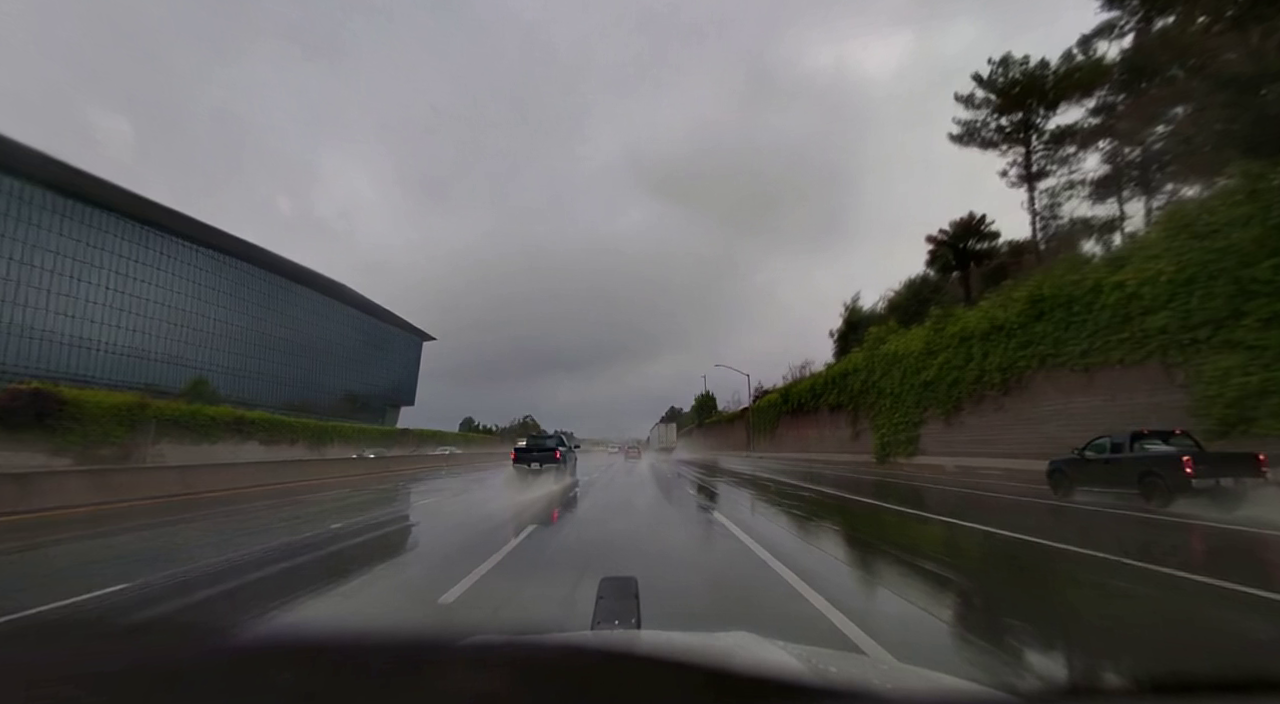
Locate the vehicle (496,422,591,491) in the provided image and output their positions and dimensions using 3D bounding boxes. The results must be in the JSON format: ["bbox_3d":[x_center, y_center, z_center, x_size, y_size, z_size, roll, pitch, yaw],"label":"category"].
[{"bbox_3d":[-3.069,3.526,21.536,2.284,2.022,5.752,0,-9,0],"label":"vehicle"}]

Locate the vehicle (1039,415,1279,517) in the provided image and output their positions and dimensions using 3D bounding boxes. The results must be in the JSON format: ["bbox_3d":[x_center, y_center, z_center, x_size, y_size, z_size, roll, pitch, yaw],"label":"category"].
[{"bbox_3d":[11.503,2.422,13.808,2.089,1.787,5.080,0,-9,-2],"label":"vehicle"}]
